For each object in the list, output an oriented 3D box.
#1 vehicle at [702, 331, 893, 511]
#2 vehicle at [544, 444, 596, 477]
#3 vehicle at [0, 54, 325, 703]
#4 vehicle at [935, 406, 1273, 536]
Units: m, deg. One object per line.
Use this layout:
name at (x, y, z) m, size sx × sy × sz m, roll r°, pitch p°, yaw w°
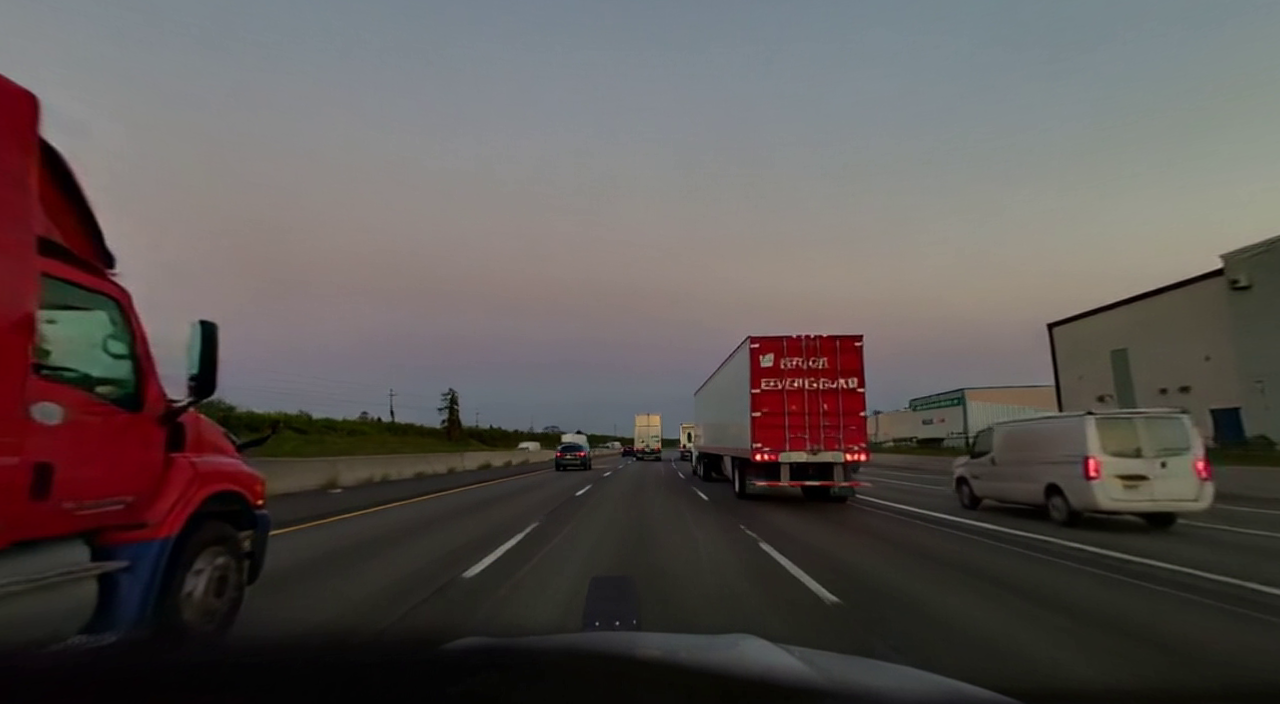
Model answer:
vehicle at (4.119, 2.483, 20.711) m, size 2.951 × 3.974 × 13.340 m, roll 0°, pitch -8°, yaw 1°
vehicle at (-3.344, 5.292, 31.115) m, size 2.024 × 1.472 × 4.014 m, roll -1°, pitch -8°, yaw 1°
vehicle at (-3.717, 0.159, 1.403) m, size 2.557 × 2.855 × 6.674 m, roll 0°, pitch -9°, yaw 0°
vehicle at (8.244, 2.191, 12.322) m, size 2.216 × 1.918 × 5.742 m, roll 0°, pitch -9°, yaw 0°
